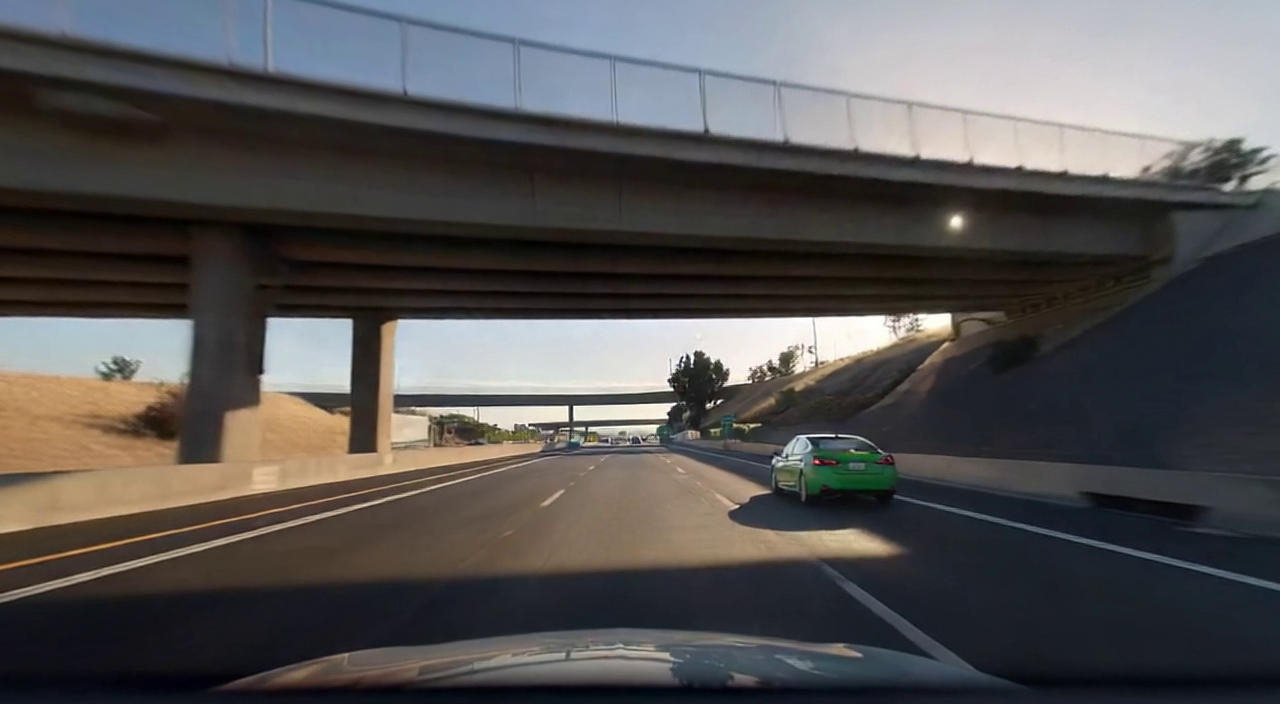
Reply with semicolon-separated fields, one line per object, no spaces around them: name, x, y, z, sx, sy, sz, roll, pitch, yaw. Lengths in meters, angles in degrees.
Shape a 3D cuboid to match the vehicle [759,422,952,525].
vehicle;3.533;2.042;11.208;1.946;1.481;3.969;0;-8;-1
